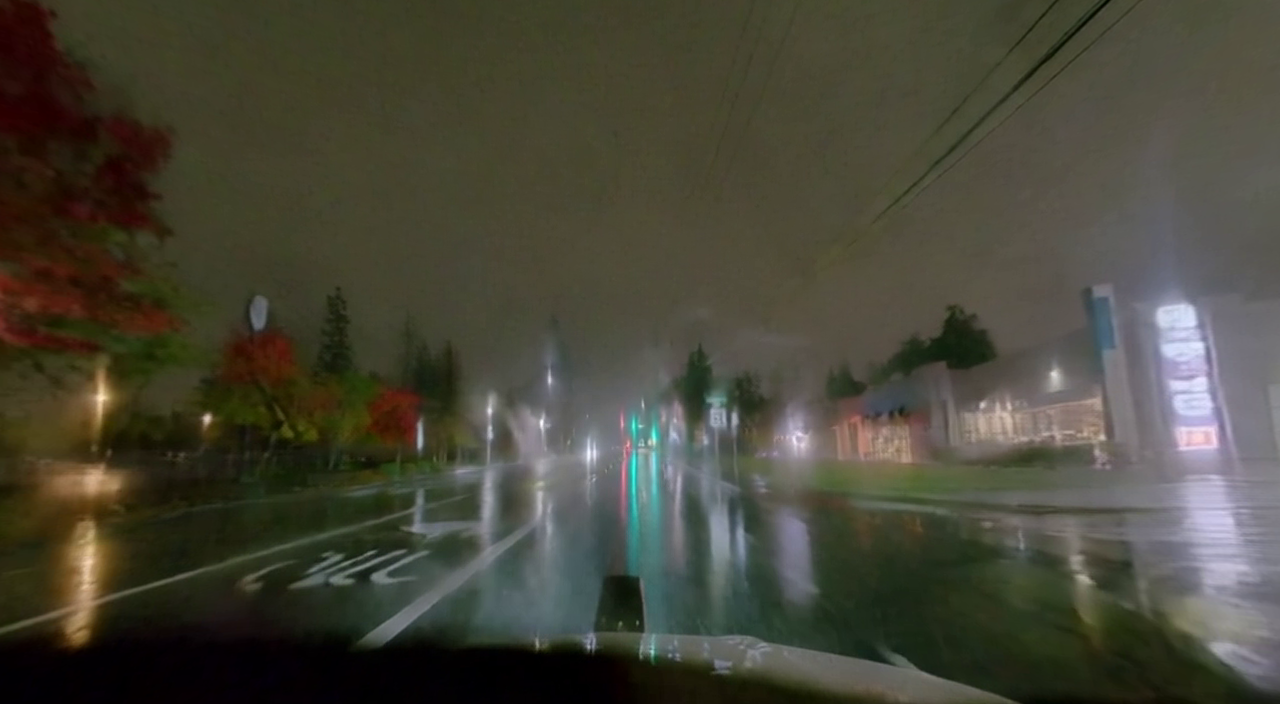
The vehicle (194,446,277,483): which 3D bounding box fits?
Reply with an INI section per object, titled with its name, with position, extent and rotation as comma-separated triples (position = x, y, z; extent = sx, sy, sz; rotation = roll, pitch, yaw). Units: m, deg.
[vehicle]
position = -17.489, 4.843, 27.541
extent = 2.061, 1.475, 4.357
rotation = 3, -9, -20
